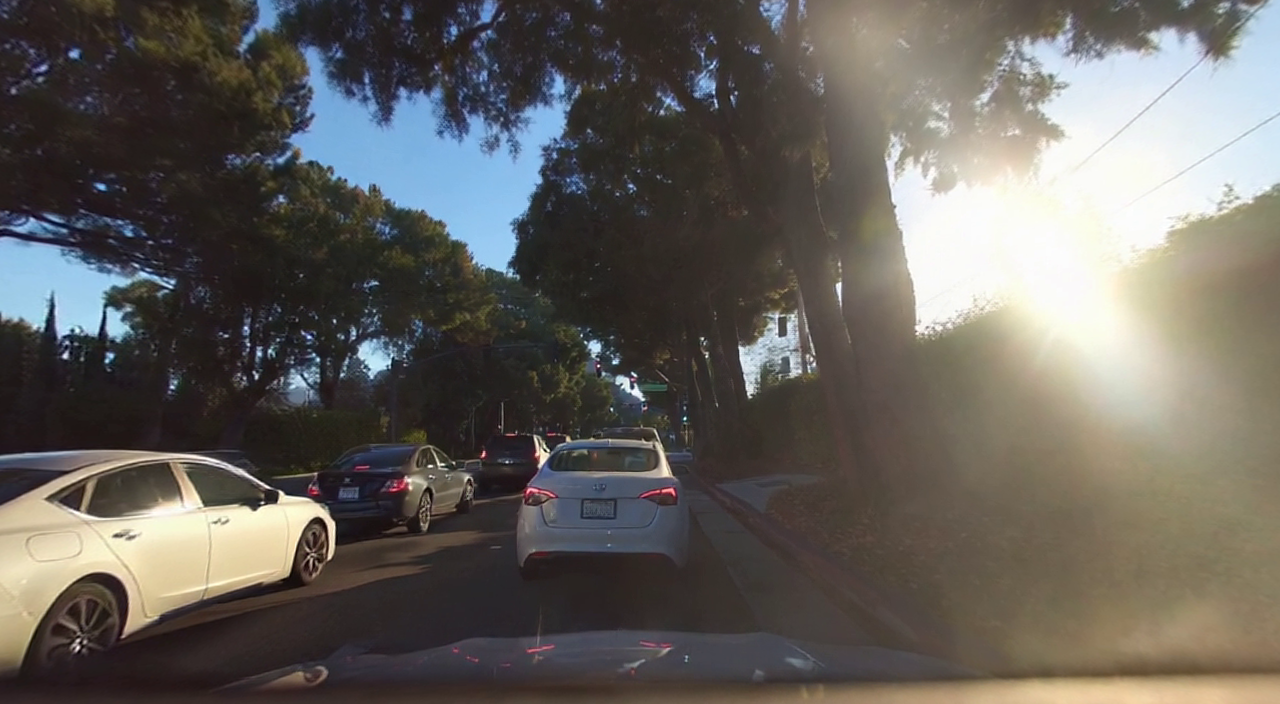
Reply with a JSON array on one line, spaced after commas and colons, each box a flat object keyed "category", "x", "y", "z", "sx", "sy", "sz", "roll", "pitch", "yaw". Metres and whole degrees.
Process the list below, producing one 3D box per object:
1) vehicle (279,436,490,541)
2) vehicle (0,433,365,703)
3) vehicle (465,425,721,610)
[{"category": "vehicle", "x": -4.256, "y": 2.318, "z": 11.463, "sx": 1.898, "sy": 1.503, "sz": 4.453, "roll": 0, "pitch": -8, "yaw": 1}, {"category": "vehicle", "x": -3.809, "y": 1.313, "z": 4.463, "sx": 1.784, "sy": 1.408, "sz": 4.141, "roll": 0, "pitch": -8, "yaw": 1}, {"category": "vehicle", "x": -0.406, "y": 1.682, "z": 7.377, "sx": 2.127, "sy": 1.517, "sz": 4.090, "roll": 0, "pitch": -8, "yaw": 0}]
